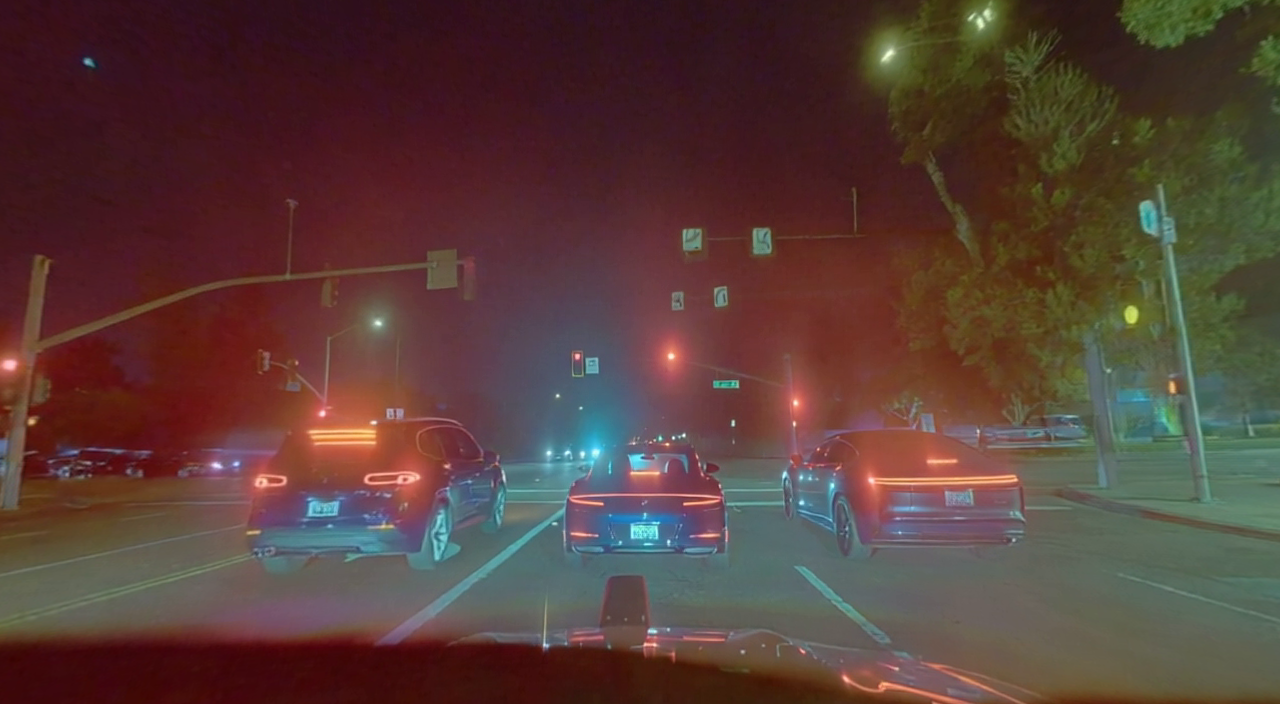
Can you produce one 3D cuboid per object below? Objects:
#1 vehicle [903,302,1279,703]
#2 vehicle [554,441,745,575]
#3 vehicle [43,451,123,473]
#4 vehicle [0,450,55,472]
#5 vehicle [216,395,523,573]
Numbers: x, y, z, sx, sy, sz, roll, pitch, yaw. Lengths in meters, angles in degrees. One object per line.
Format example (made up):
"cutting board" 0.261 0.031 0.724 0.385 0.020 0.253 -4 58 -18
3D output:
"vehicle" 3.103 0.806 2.530 2.143 1.759 4.531 0 -8 0
"vehicle" 0.112 1.873 8.388 1.945 1.343 3.827 0 -8 0
"vehicle" -41.299 8.157 46.789 4.195 1.533 1.752 0 -8 -3
"vehicle" -46.176 7.961 46.159 4.545 1.558 1.833 0 -8 -4
"vehicle" -3.189 1.694 8.843 2.061 1.781 4.842 0 -8 1
